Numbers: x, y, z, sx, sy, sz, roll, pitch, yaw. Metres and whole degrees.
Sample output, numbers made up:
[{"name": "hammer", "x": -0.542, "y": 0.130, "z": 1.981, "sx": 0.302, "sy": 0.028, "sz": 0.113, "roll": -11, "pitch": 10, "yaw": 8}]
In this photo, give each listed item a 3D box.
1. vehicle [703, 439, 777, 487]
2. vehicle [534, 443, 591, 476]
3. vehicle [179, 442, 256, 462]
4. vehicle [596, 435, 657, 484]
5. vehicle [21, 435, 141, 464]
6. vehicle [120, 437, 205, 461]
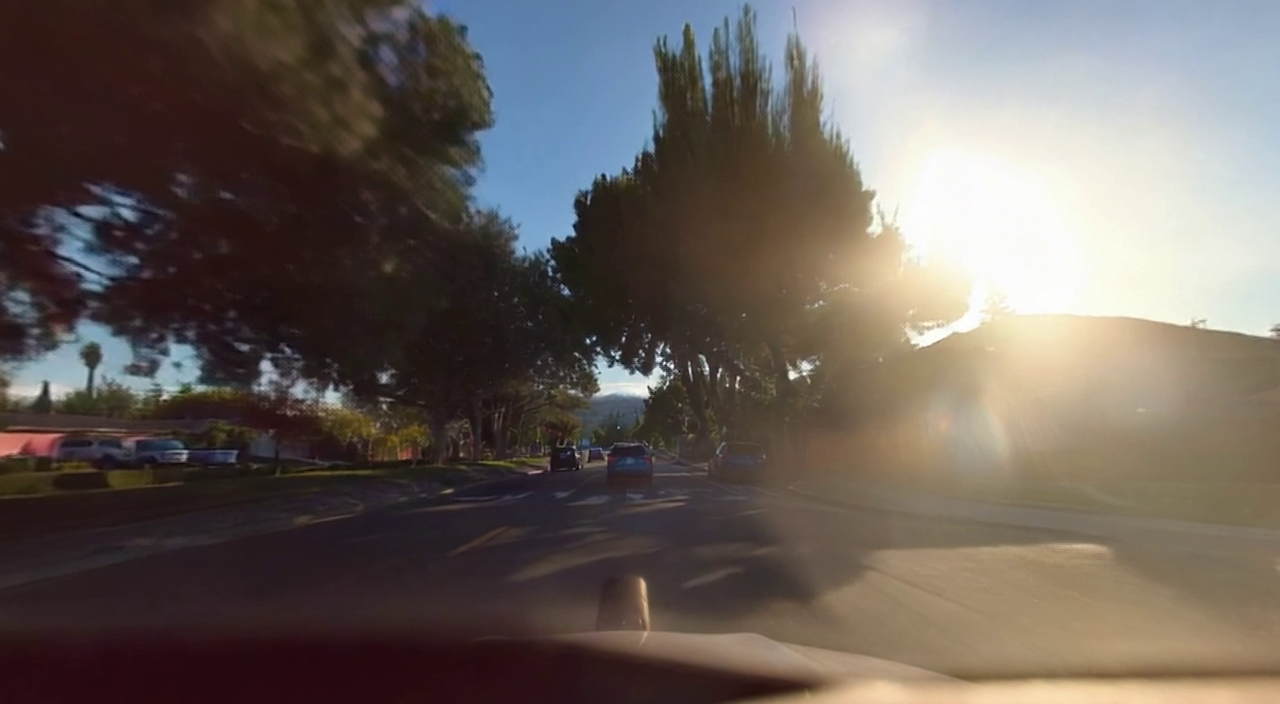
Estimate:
[{"name": "vehicle", "x": 3.965, "y": 4.493, "z": 25.753, "sx": 2.332, "sy": 1.769, "sz": 4.518, "roll": 0, "pitch": -9, "yaw": 0}, {"name": "vehicle", "x": -3.545, "y": 5.038, "z": 29.636, "sx": 2.032, "sy": 1.433, "sz": 4.458, "roll": 0, "pitch": -9, "yaw": 1}, {"name": "vehicle", "x": -32.263, "y": 7.641, "z": 48.002, "sx": 4.497, "sy": 1.418, "sz": 1.783, "roll": 0, "pitch": -9, "yaw": 1}, {"name": "vehicle", "x": -0.476, "y": 4.230, "z": 24.910, "sx": 2.220, "sy": 1.742, "sz": 4.047, "roll": 0, "pitch": -9, "yaw": 0}, {"name": "vehicle", "x": -32.290, "y": 5.655, "z": 36.379, "sx": 4.891, "sy": 1.538, "sz": 2.059, "roll": 0, "pitch": -9, "yaw": 0}, {"name": "vehicle", "x": -33.414, "y": 6.787, "z": 44.015, "sx": 4.271, "sy": 1.581, "sz": 1.919, "roll": 0, "pitch": -9, "yaw": -1}]
